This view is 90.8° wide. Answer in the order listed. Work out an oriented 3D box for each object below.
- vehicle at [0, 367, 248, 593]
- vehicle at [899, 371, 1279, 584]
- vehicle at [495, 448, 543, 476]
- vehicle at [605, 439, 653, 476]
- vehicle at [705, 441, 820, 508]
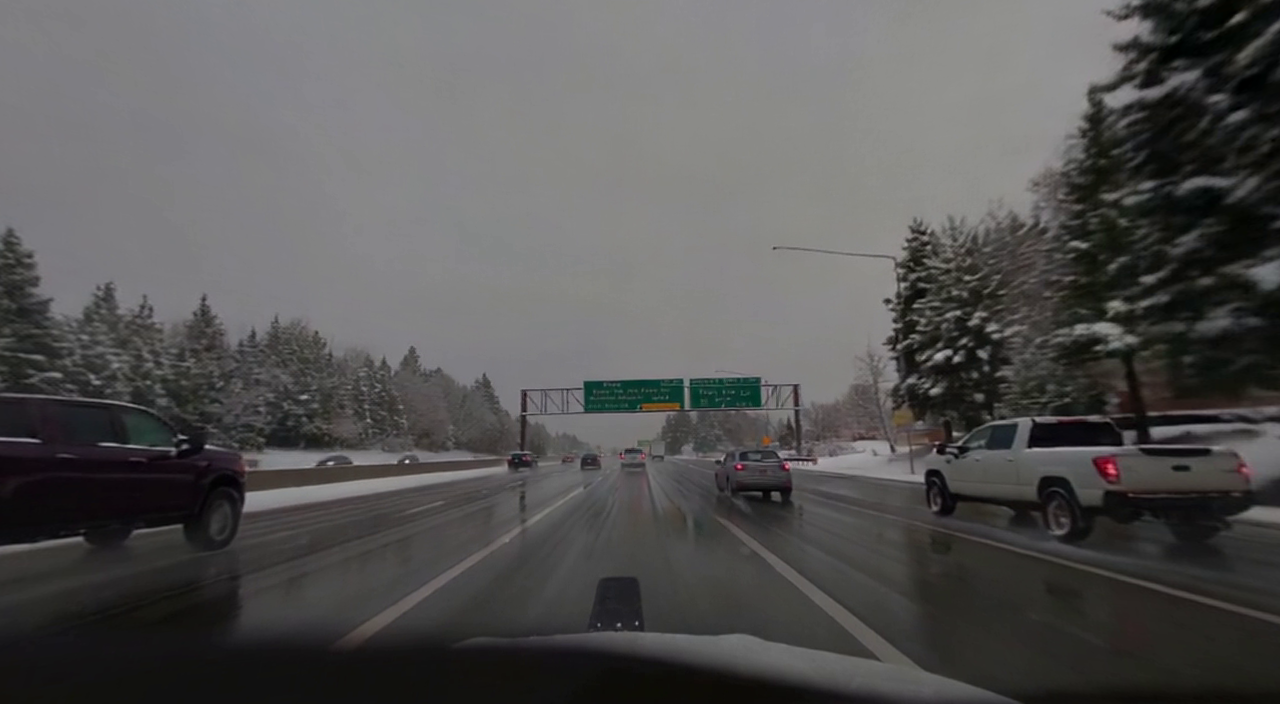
[{"bbox_3d":[-6.998,1.234,6.154,2.444,2.012,6.122,-1,-9,0],"label":"vehicle"},{"bbox_3d":[6.250,1.580,8.776,2.635,1.919,5.907,0,-9,-2],"label":"vehicle"},{"bbox_3d":[-6.992,6.406,36.986,1.920,1.482,4.385,-1,-9,0],"label":"vehicle"},{"bbox_3d":[-0.575,5.572,33.489,2.323,1.805,4.729,0,-9,-1],"label":"vehicle"},{"bbox_3d":[2.994,3.092,16.411,2.011,1.462,4.286,0,-9,-1],"label":"vehicle"}]
